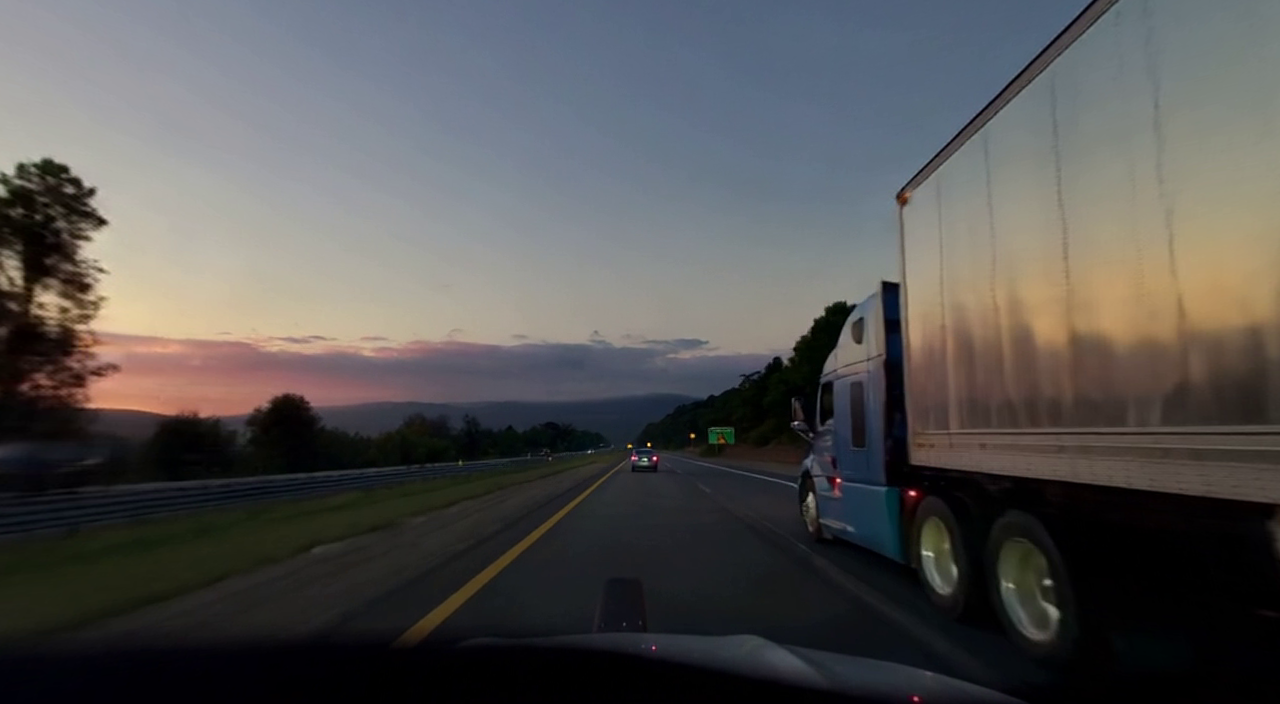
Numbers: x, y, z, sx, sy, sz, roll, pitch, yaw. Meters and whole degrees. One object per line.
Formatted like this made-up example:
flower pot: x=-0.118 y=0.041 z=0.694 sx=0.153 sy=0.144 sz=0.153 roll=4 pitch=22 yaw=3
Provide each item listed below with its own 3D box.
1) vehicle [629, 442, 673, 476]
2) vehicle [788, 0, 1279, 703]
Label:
vehicle: x=0.497 y=5.070 z=30.170 sx=1.968 sy=1.515 sz=4.025 roll=0 pitch=-8 yaw=0
vehicle: x=3.775 y=0.257 z=5.251 sx=3.032 sy=3.821 sz=8.547 roll=0 pitch=-8 yaw=0
